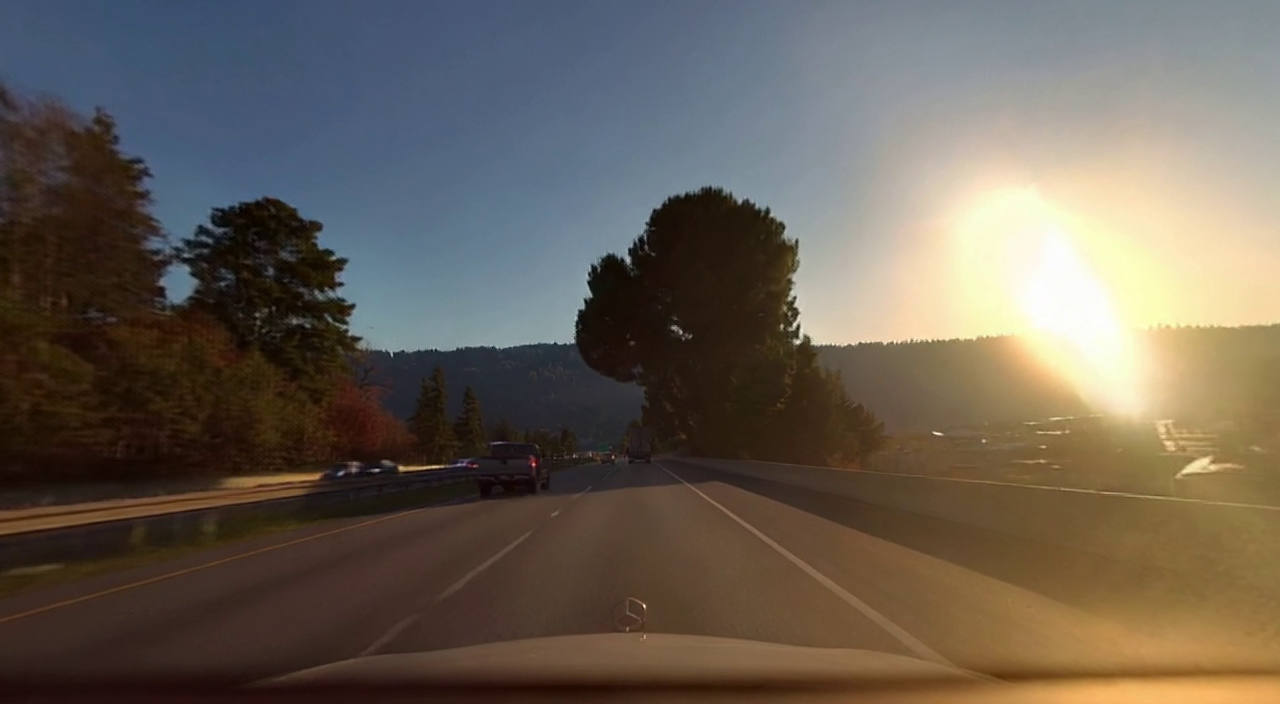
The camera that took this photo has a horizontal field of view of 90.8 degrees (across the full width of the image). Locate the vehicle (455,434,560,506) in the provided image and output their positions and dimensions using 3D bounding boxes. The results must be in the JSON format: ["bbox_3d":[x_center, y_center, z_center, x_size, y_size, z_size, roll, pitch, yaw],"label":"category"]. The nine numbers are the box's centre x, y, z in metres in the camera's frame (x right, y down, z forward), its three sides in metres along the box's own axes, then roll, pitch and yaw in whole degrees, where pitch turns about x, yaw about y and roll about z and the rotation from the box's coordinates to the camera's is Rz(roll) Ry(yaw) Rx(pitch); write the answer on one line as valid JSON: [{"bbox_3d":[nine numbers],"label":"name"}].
[{"bbox_3d":[-3.748,3.448,18.806,2.079,1.845,4.654,0,-9,1],"label":"vehicle"}]

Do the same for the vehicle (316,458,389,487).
[{"bbox_3d":[-17.392,7.286,38.495,1.960,1.575,5.256,0,-9,0],"label":"vehicle"}]
